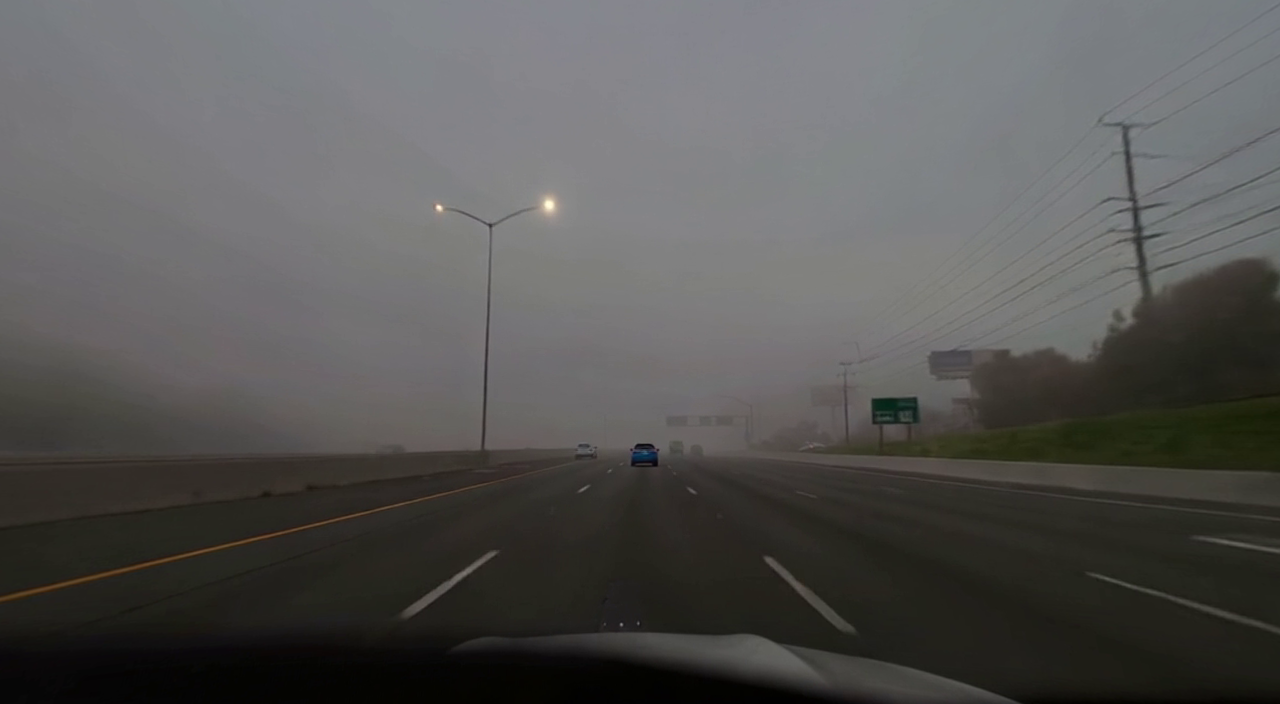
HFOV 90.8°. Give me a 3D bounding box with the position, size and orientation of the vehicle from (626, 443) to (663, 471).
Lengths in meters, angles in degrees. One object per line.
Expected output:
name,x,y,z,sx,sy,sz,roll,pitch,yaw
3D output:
vehicle,0.280,6.304,37.960,2.074,1.574,3.971,0,-9,1
